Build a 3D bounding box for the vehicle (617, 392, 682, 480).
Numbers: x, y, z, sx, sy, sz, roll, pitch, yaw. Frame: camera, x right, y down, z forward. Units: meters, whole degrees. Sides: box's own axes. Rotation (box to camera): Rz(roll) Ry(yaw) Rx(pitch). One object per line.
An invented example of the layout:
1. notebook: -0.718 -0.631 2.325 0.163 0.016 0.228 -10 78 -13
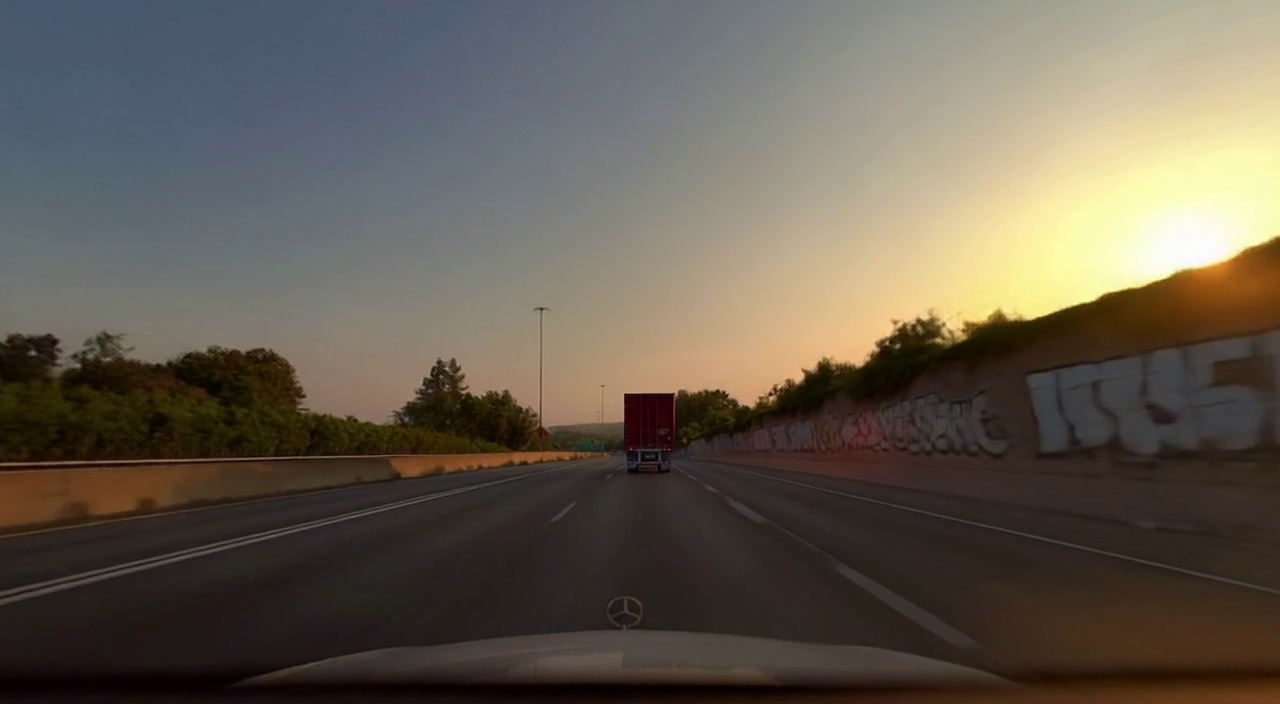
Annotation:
1. vehicle: 0.361 4.557 33.436 2.900 3.955 10.151 0 -9 -1
